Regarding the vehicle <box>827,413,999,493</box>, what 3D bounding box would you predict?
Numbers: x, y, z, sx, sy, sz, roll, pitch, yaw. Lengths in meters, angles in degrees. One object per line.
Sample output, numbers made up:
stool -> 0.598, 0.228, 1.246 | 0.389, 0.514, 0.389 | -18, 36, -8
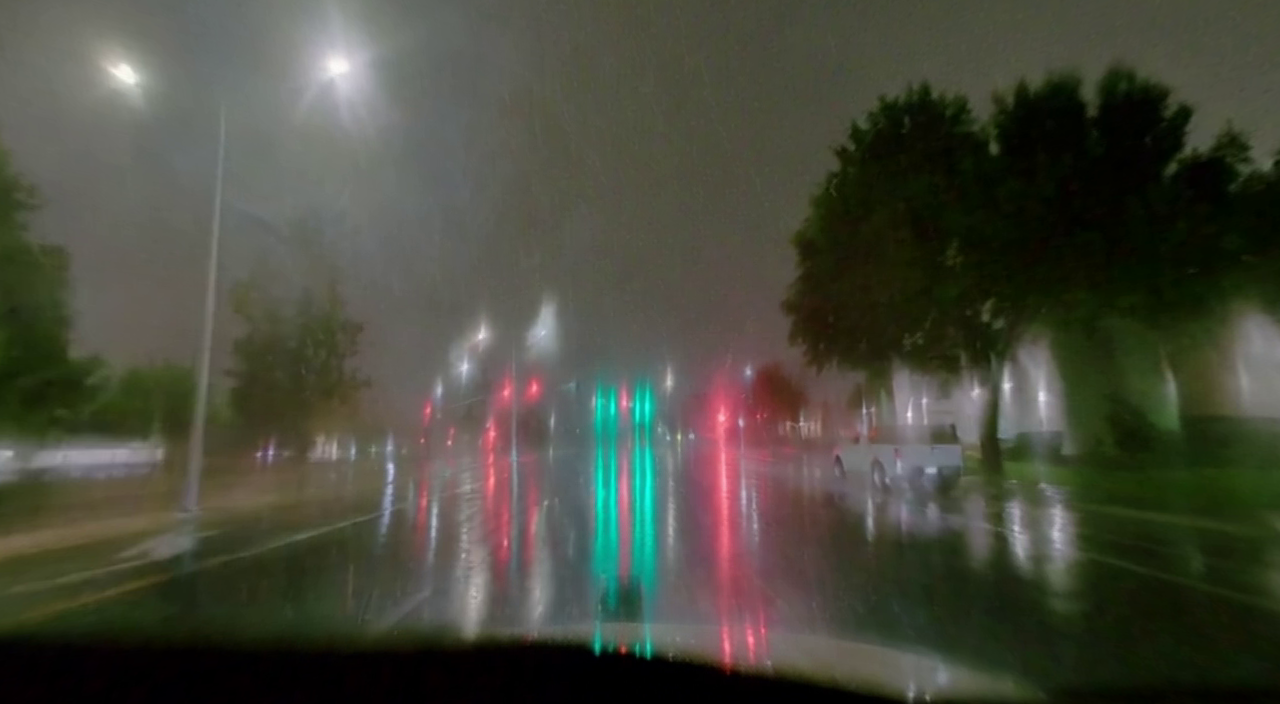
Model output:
vehicle -> 7.389, 2.843, 18.027 | 2.234, 1.880, 5.812 | 0, -8, -1
